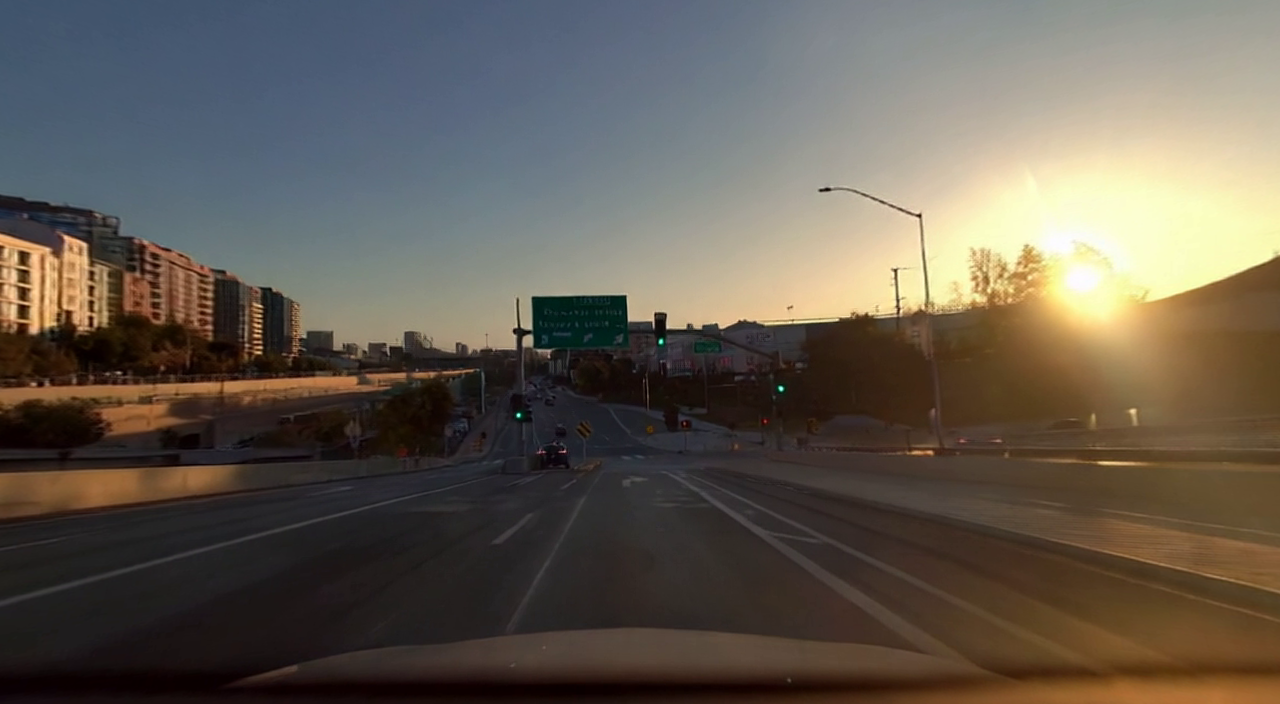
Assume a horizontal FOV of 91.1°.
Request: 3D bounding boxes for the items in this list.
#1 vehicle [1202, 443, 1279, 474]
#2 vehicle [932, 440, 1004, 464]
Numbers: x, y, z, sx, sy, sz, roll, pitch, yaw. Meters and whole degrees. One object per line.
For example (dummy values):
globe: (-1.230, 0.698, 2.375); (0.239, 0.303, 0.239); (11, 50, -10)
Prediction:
vehicle: (29.944, 5.074, 29.960); (4.203, 1.391, 1.775); (-5, -9, 27)
vehicle: (21.693, 6.609, 41.648); (1.717, 1.486, 3.824); (4, -9, -32)
